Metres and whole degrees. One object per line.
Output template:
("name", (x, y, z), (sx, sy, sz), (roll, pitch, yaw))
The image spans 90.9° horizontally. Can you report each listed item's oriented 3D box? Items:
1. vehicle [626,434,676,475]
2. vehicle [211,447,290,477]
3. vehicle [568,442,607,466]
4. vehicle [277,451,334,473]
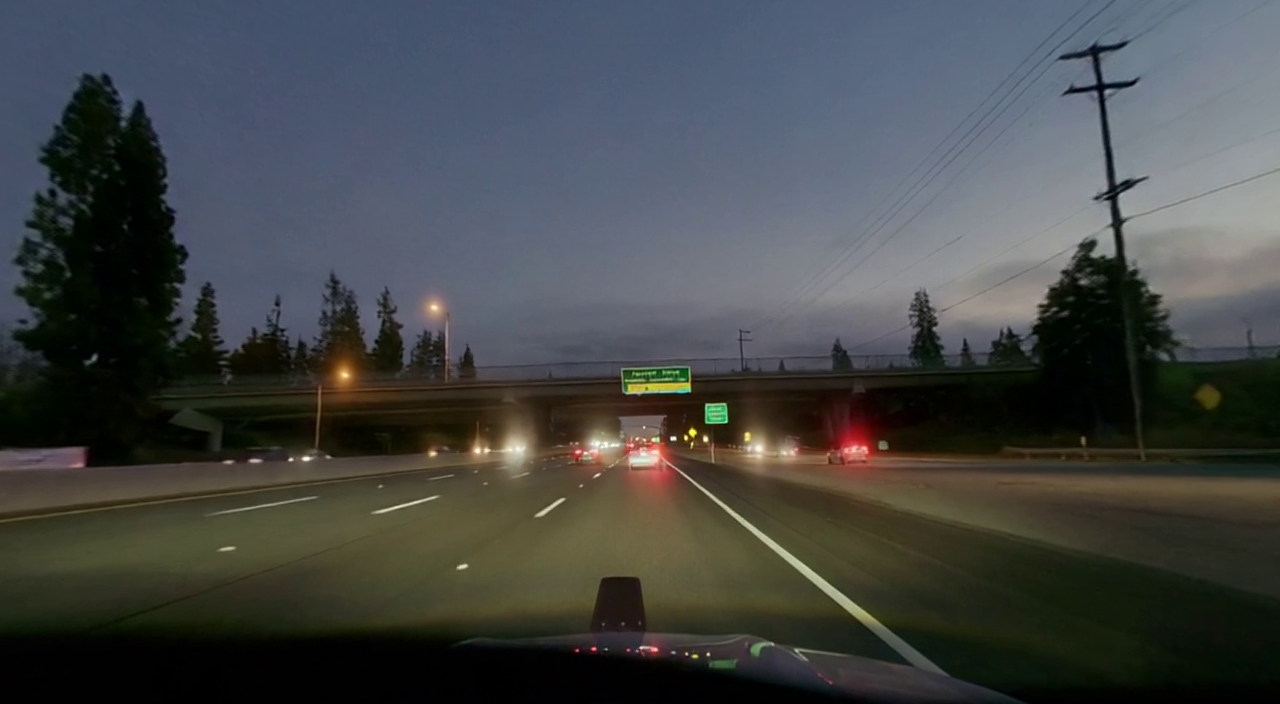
("vehicle", (0.477, 4.654, 28.897), (2.152, 1.697, 4.066), (0, -8, 0))
("vehicle", (-21.798, 6.159, 35.458), (1.915, 1.541, 3.976), (0, -8, -1))
("vehicle", (-3.329, 6.563, 40.880), (2.056, 1.464, 4.564), (0, -8, 1))
("vehicle", (-25.008, 8.216, 47.370), (1.801, 1.466, 4.527), (0, -8, 0))
